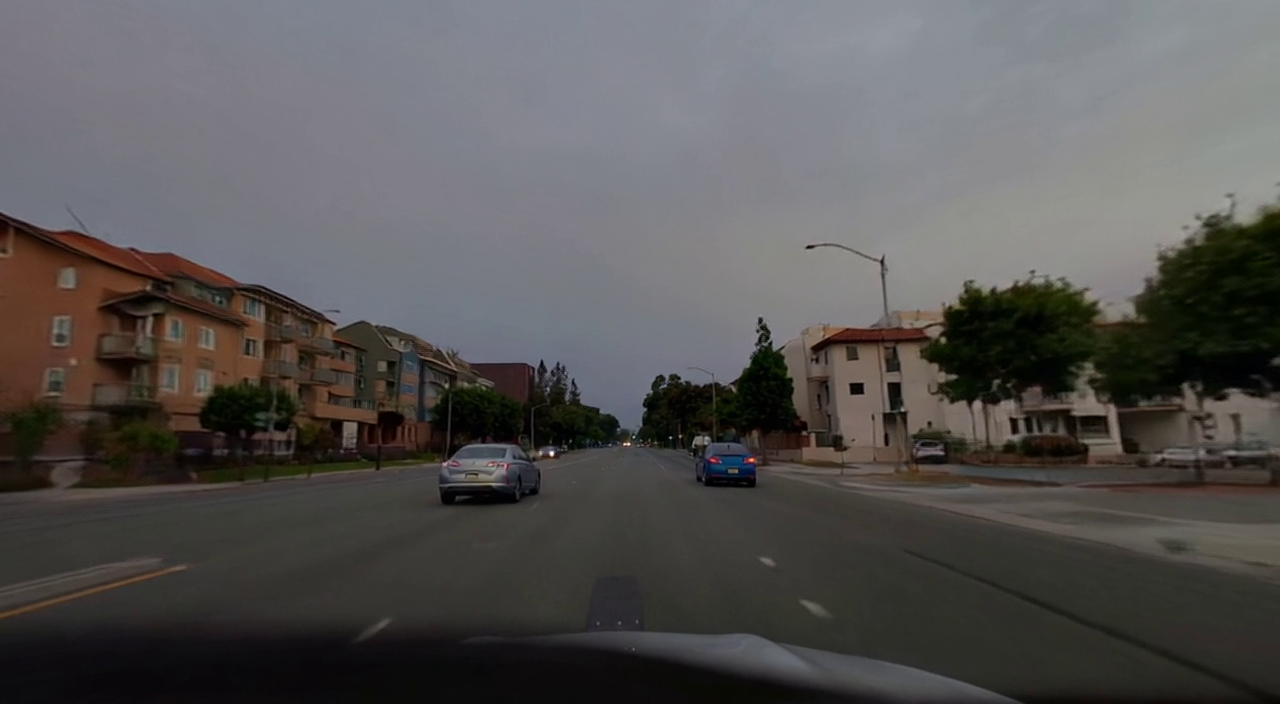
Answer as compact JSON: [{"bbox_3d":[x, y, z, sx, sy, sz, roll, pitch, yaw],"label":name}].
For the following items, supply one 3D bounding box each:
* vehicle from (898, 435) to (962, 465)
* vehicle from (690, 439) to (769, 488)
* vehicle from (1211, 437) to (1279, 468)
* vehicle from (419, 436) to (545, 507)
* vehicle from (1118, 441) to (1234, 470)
[{"bbox_3d":[19.455,6.594,42.621,1.961,1.861,4.757,0,-8,-1],"label":"vehicle"},{"bbox_3d":[2.927,3.752,21.624,1.978,1.471,4.426,0,-8,-1],"label":"vehicle"},{"bbox_3d":[33.992,5.406,34.009,4.516,1.579,1.908,0,-8,1],"label":"vehicle"},{"bbox_3d":[-3.749,2.914,15.825,2.062,1.527,4.044,0,-8,0],"label":"vehicle"},{"bbox_3d":[28.774,5.564,34.003,4.560,1.475,1.914,0,-8,-2],"label":"vehicle"}]
